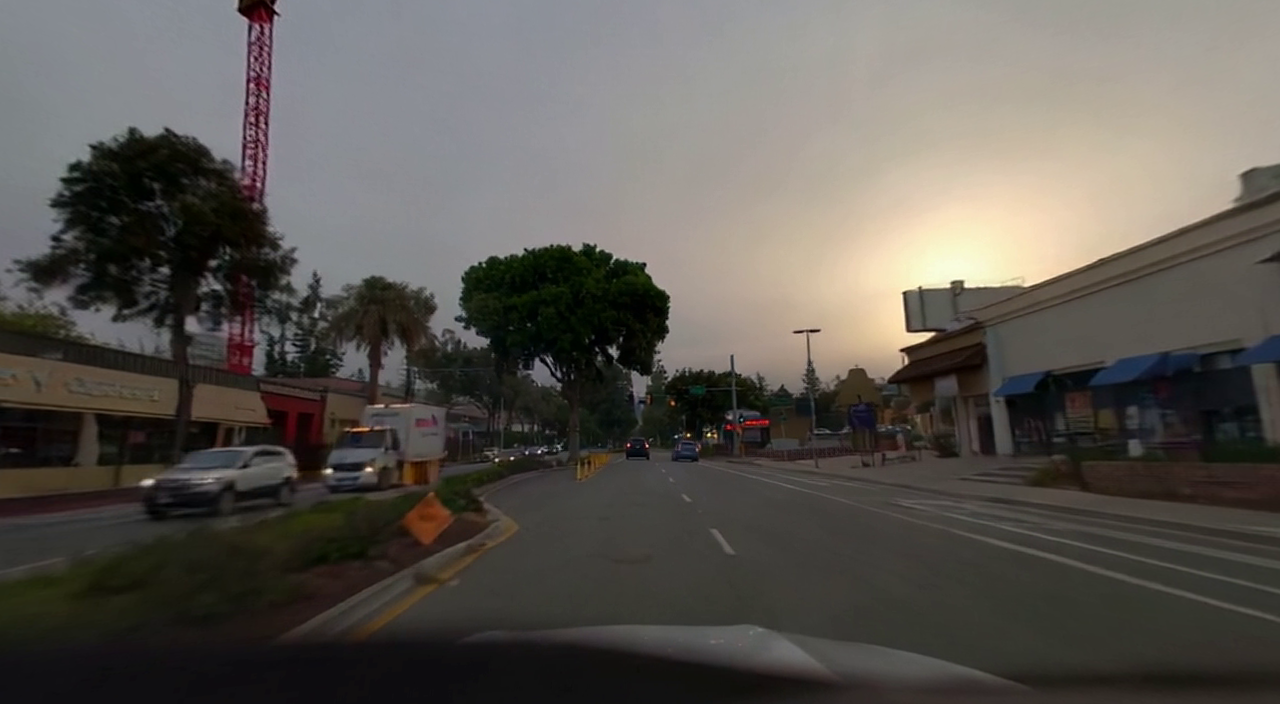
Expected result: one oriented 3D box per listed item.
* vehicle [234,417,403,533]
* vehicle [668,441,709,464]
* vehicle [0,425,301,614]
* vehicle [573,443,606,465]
[{"bbox_3d":[-5.977,2.273,12.396,2.058,1.751,4.502,0,-8,-16],"label":"vehicle"},{"bbox_3d":[3.634,7.677,48.546,2.427,1.665,5.593,0,-8,-2],"label":"vehicle"},{"bbox_3d":[-5.875,1.656,7.227,1.901,1.498,4.359,1,-8,-5],"label":"vehicle"},{"bbox_3d":[-3.630,7.374,45.879,1.962,1.484,4.351,0,-8,1],"label":"vehicle"}]
